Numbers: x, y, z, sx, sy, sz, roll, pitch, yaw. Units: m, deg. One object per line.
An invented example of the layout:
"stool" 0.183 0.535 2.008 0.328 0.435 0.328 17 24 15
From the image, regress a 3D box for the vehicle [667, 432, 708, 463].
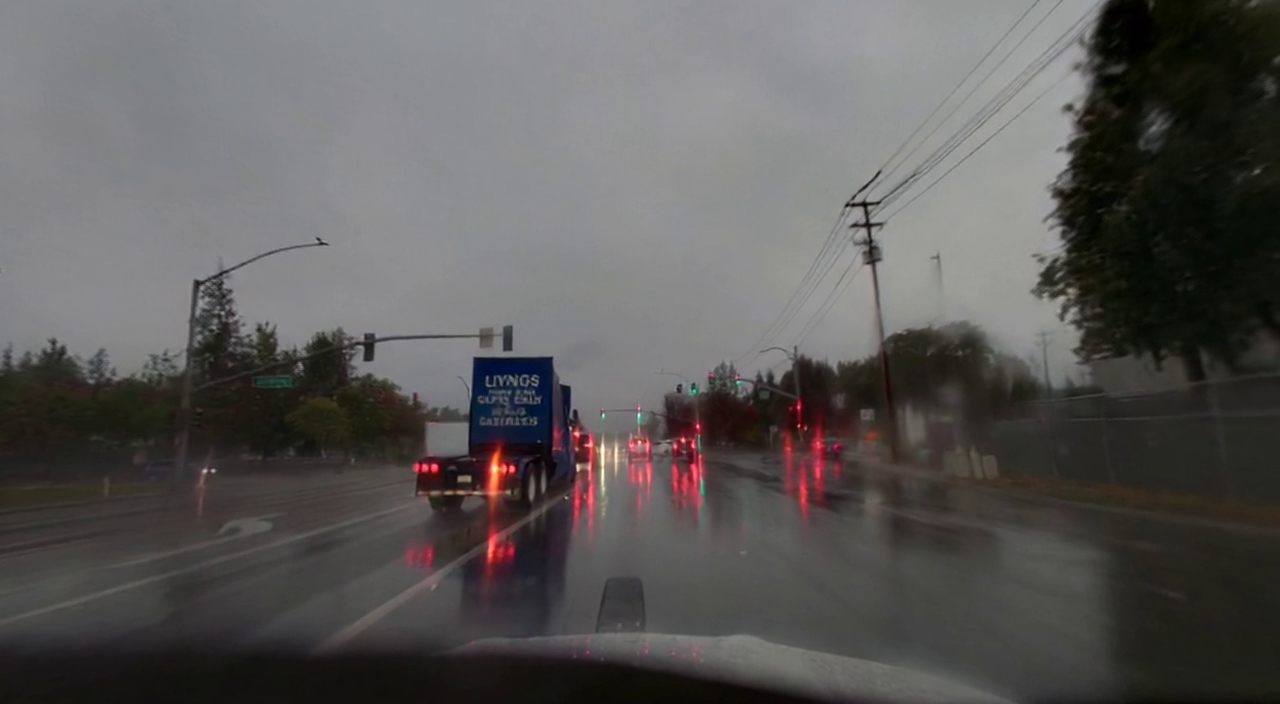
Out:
"vehicle" 2.966 6.081 40.259 2.086 1.849 4.607 0 -8 -2

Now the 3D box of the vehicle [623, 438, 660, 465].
"vehicle" 0.054 6.102 38.858 2.117 1.499 4.036 0 -8 -1

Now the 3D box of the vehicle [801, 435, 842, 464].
"vehicle" 11.389 6.076 39.485 2.102 1.662 4.533 -3 -9 19

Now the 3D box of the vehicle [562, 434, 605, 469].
"vehicle" -3.116 5.613 35.835 1.994 1.806 4.564 0 -8 1

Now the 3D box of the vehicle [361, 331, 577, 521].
"vehicle" -3.410 1.883 15.325 2.889 3.347 8.285 0 -8 0

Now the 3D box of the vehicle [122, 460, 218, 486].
"vehicle" -32.057 8.231 43.216 4.718 1.630 2.087 2 -9 -13
